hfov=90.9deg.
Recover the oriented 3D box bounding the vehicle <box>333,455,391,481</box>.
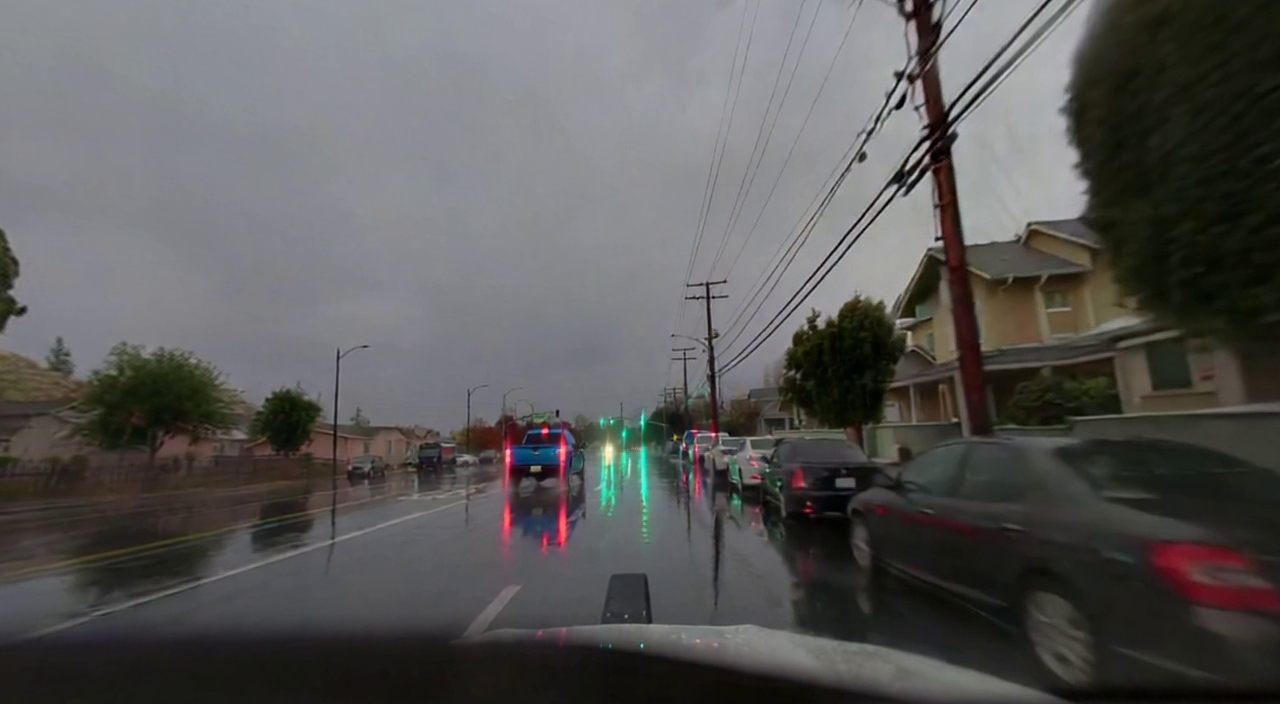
[{"bbox_3d":[-18.584,7.777,42.385,1.908,1.614,4.092,0,-9,2],"label":"vehicle"}]

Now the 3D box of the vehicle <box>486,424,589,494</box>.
[{"bbox_3d":[-3.020,3.344,19.936,2.242,1.890,5.306,0,-9,1],"label":"vehicle"}]

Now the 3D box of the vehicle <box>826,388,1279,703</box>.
[{"bbox_3d":[2.965,1.227,4.500,1.927,1.513,4.617,0,-9,1],"label":"vehicle"}]
